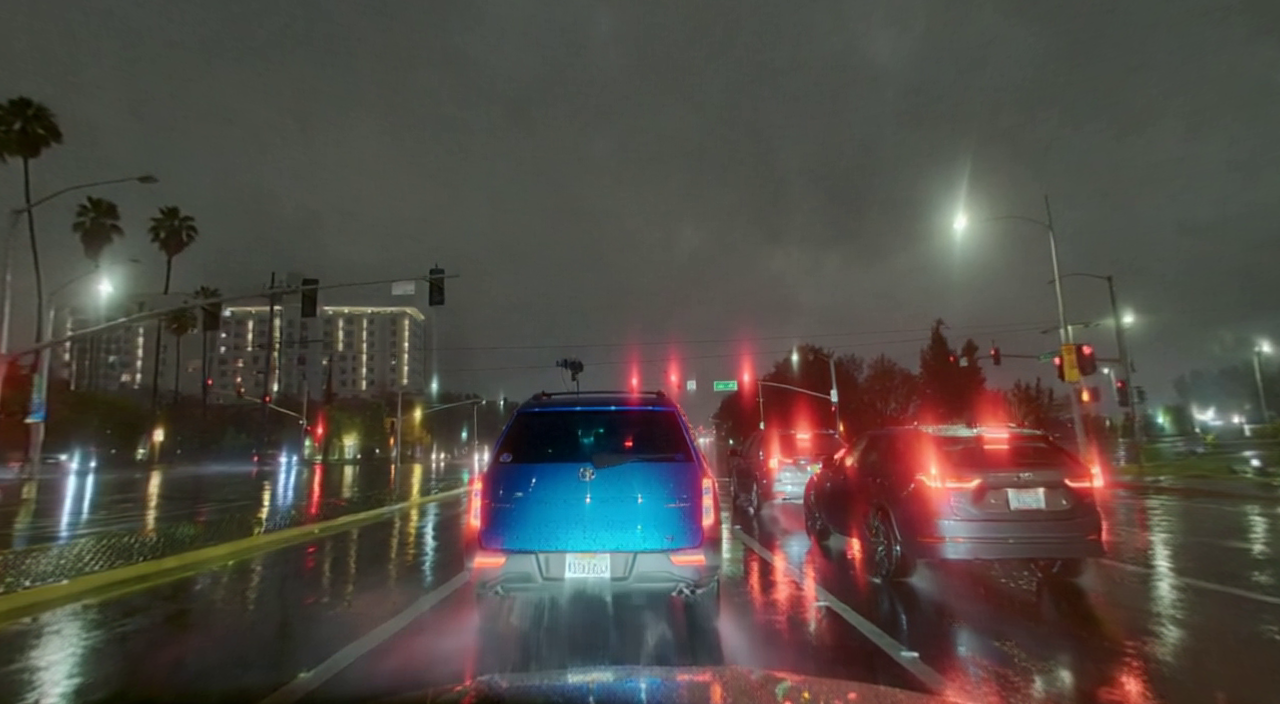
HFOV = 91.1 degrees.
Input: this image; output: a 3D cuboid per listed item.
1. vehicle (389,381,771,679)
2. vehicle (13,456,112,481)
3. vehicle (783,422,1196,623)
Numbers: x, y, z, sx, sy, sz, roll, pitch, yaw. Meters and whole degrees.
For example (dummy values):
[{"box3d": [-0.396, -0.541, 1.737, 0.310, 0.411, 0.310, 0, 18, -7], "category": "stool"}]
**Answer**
[{"box3d": [-0.347, 1.314, 5.690, 2.172, 1.694, 4.055, 0, -8, 0], "category": "vehicle"}, {"box3d": [-43.303, 8.755, 47.165, 5.347, 1.785, 2.123, 0, -8, 2], "category": "vehicle"}, {"box3d": [3.107, 1.604, 6.960, 1.971, 1.473, 4.495, 0, -8, 0], "category": "vehicle"}]
